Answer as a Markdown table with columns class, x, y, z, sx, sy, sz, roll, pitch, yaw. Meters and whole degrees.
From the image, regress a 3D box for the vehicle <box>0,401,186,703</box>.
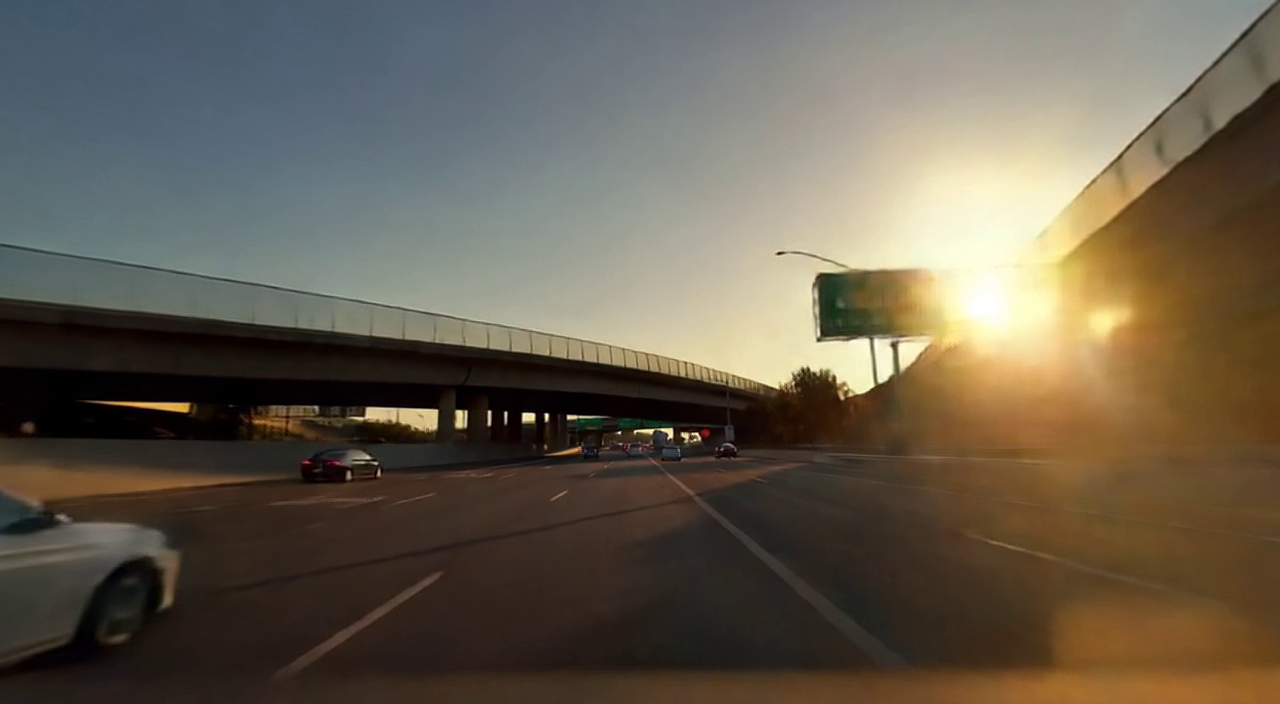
| class | x | y | z | sx | sy | sz | roll | pitch | yaw |
| --- | --- | --- | --- | --- | --- | --- | --- | --- | --- |
| vehicle | -4.033 | 0.835 | 1.864 | 2.051 | 1.516 | 4.493 | 0 | -8 | 0 |

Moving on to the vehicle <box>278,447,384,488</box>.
| class | x | y | z | sx | sy | sz | roll | pitch | yaw |
| --- | --- | --- | --- | --- | --- | --- | --- | --- | --- |
| vehicle | -11.419 | 4.253 | 23.720 | 1.861 | 1.373 | 4.211 | 0 | -8 | 0 |
